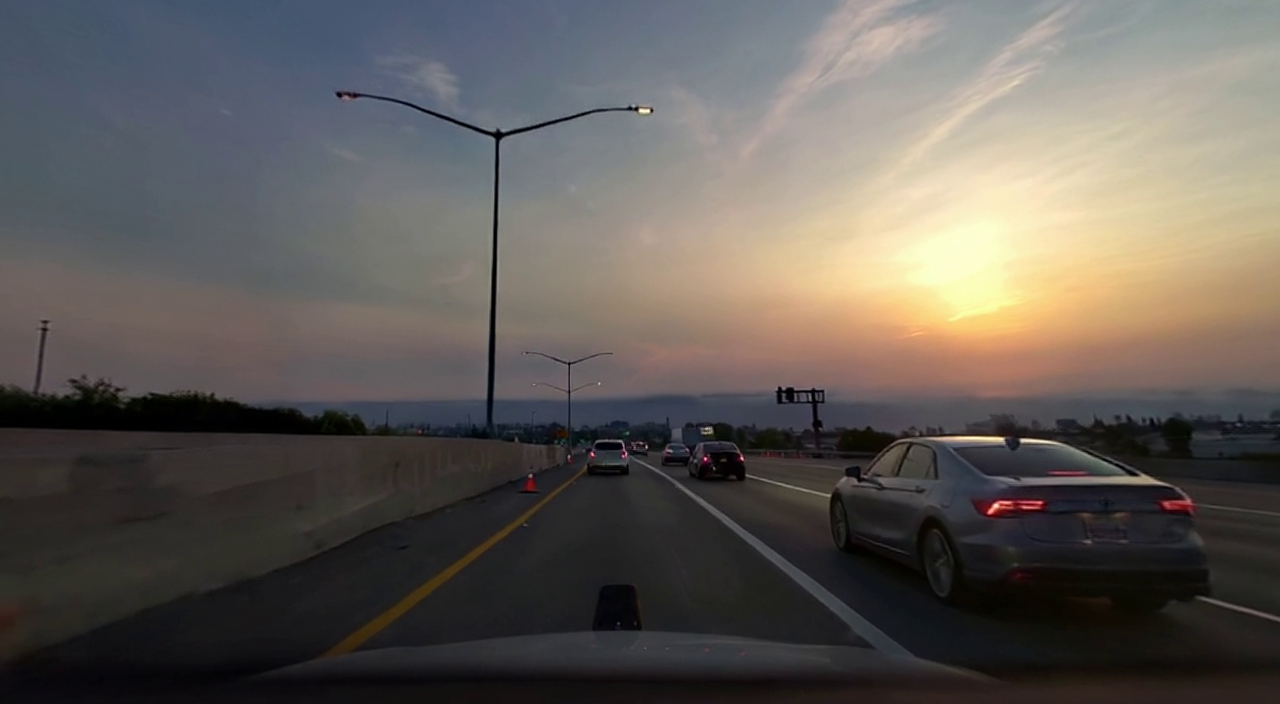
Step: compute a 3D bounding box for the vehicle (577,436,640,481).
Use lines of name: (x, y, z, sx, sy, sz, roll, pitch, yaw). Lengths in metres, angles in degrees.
vehicle: (-1.080, 3.808, 22.834, 2.069, 1.470, 4.004, 0, -8, -1)

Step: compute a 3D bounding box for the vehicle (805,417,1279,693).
vehicle: (3.081, 1.401, 5.593, 1.996, 1.455, 4.281, 0, -8, -1)

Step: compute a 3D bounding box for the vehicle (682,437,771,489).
vehicle: (2.622, 3.484, 20.247, 2.042, 1.460, 4.451, 0, -8, -2)
